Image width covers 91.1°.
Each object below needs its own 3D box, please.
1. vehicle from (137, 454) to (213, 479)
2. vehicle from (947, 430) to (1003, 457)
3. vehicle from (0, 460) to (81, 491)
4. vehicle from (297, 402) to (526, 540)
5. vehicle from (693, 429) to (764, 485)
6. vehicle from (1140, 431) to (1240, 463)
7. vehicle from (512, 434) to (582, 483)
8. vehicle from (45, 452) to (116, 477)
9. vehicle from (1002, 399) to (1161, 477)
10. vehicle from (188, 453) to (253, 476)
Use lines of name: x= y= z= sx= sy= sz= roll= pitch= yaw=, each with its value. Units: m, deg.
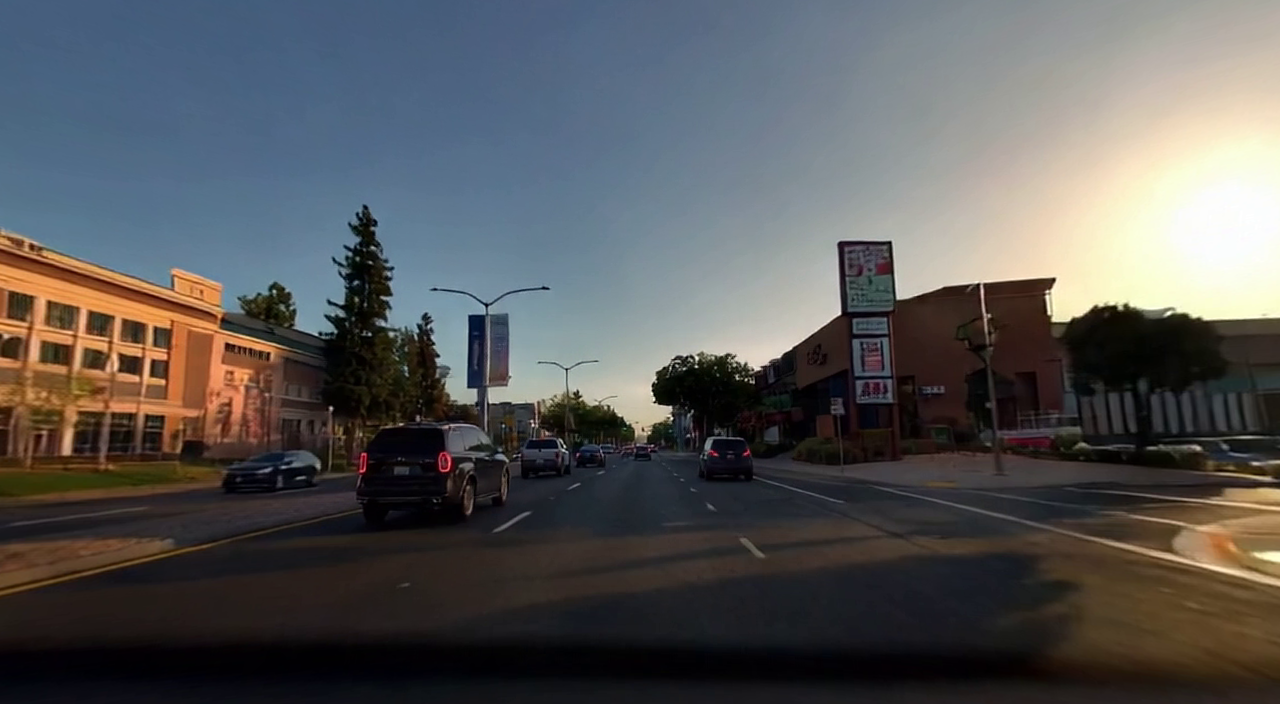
vehicle: x=-29.789 y=7.329 z=40.322 sx=3.617 sy=1.442 sz=1.608 roll=5 pitch=-10 yaw=-29
vehicle: x=22.992 y=6.283 z=43.231 sx=1.862 sy=1.688 sz=3.636 roll=-3 pitch=-9 yaw=2
vehicle: x=-30.987 y=6.242 z=31.822 sx=3.686 sy=1.382 sz=1.629 roll=6 pitch=-10 yaw=-36
vehicle: x=-3.664 y=2.036 z=11.322 sx=2.210 sy=1.925 sz=4.838 roll=0 pitch=-9 yaw=1
vehicle: x=3.289 y=4.011 z=24.178 sx=2.024 sy=1.921 sz=4.431 roll=0 pitch=-9 yaw=-1
vehicle: x=30.300 y=5.250 z=34.759 sx=1.830 sy=1.651 sz=3.967 roll=0 pitch=-9 yaw=-1
vehicle: x=-3.603 y=4.207 z=25.151 sx=2.014 sy=1.775 sz=4.404 roll=0 pitch=-9 yaw=1
vehicle: x=-42.777 y=8.623 z=48.031 sx=3.747 sy=1.826 sz=1.795 roll=0 pitch=-9 yaw=3
vehicle: x=21.982 y=4.388 z=31.893 sx=2.758 sy=3.509 sz=7.034 roll=0 pitch=-9 yaw=-1
vehicle: x=-29.260 y=7.843 z=43.844 sx=3.620 sy=1.459 sz=1.627 roll=6 pitch=-10 yaw=-33
